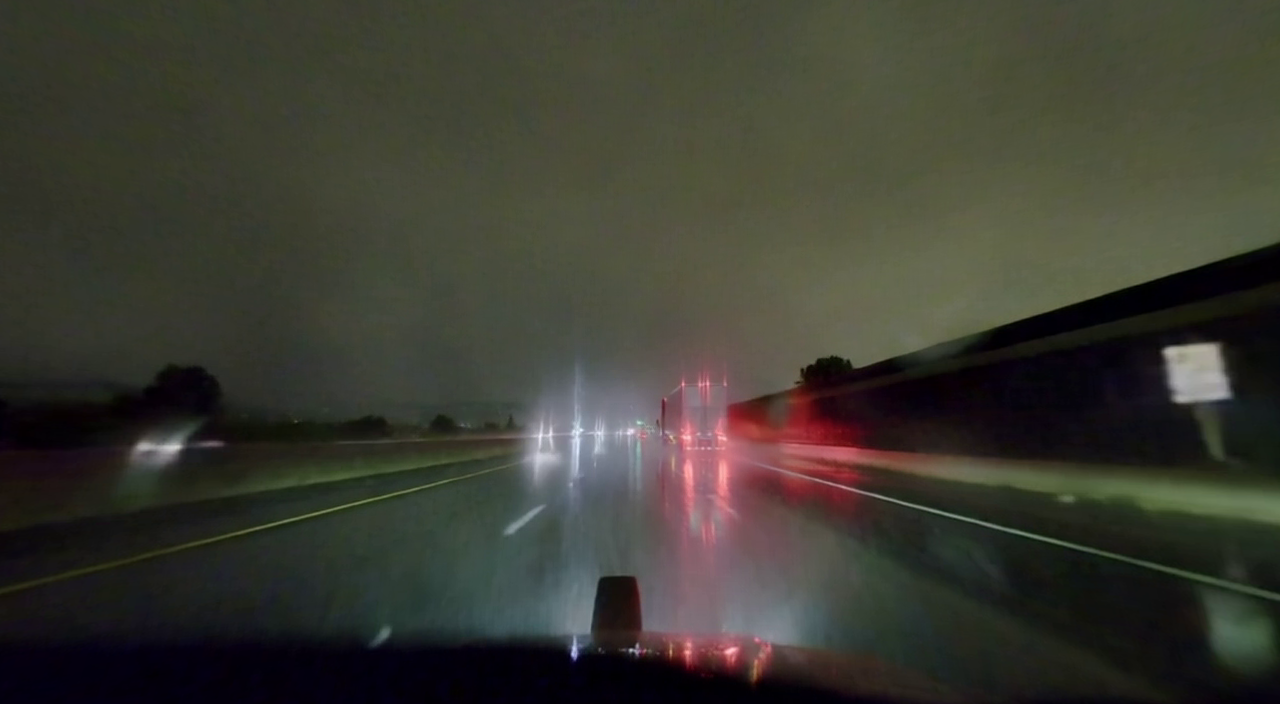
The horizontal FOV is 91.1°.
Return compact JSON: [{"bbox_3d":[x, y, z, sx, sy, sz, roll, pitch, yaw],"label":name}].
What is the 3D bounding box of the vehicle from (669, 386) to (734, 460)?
[{"bbox_3d":[3.496,4.374,37.945,2.859,3.981,8.596,0,-8,-1],"label":"vehicle"}]
